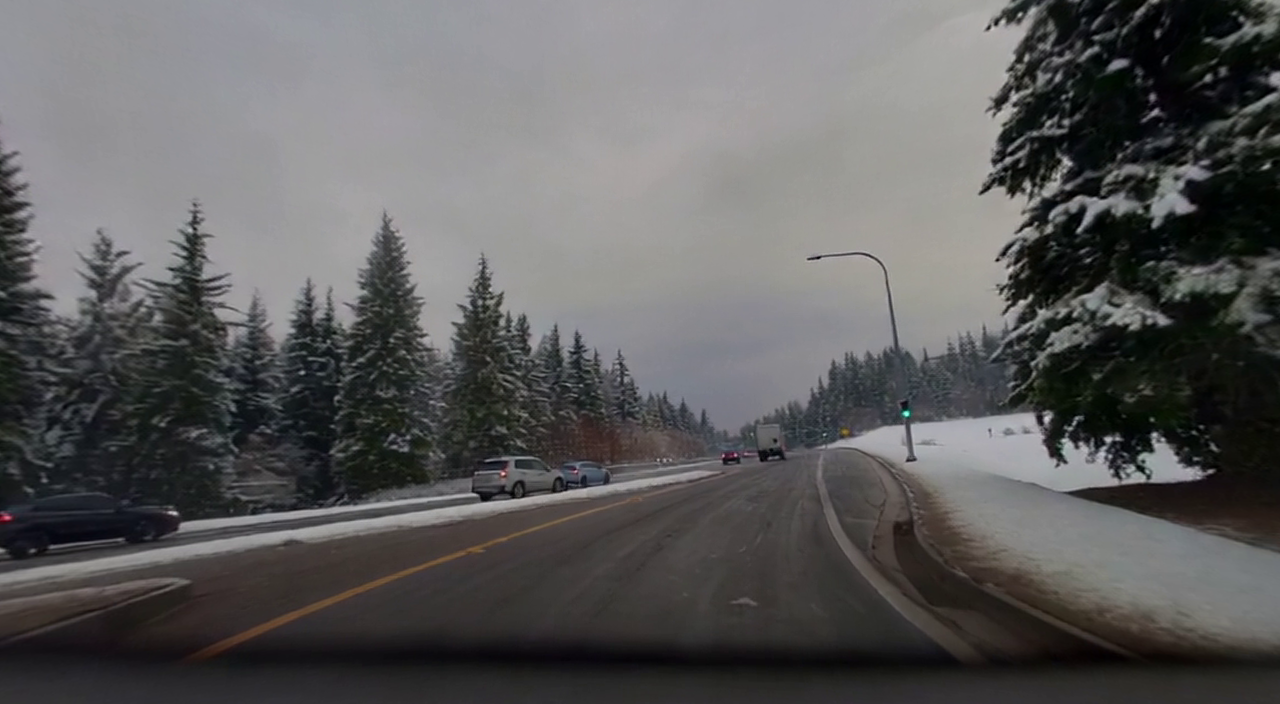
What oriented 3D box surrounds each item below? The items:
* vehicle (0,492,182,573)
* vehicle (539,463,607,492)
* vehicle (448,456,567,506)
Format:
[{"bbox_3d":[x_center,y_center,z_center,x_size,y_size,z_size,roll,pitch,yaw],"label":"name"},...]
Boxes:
[{"bbox_3d":[-14.812,4.504,15.977,1.886,1.535,4.742,-5,-10,29],"label":"vehicle"},{"bbox_3d":[-3.855,7.292,37.060,1.829,1.470,4.460,-5,-10,26],"label":"vehicle"},{"bbox_3d":[-5.114,5.046,25.236,2.049,1.699,4.860,-5,-10,27],"label":"vehicle"}]
